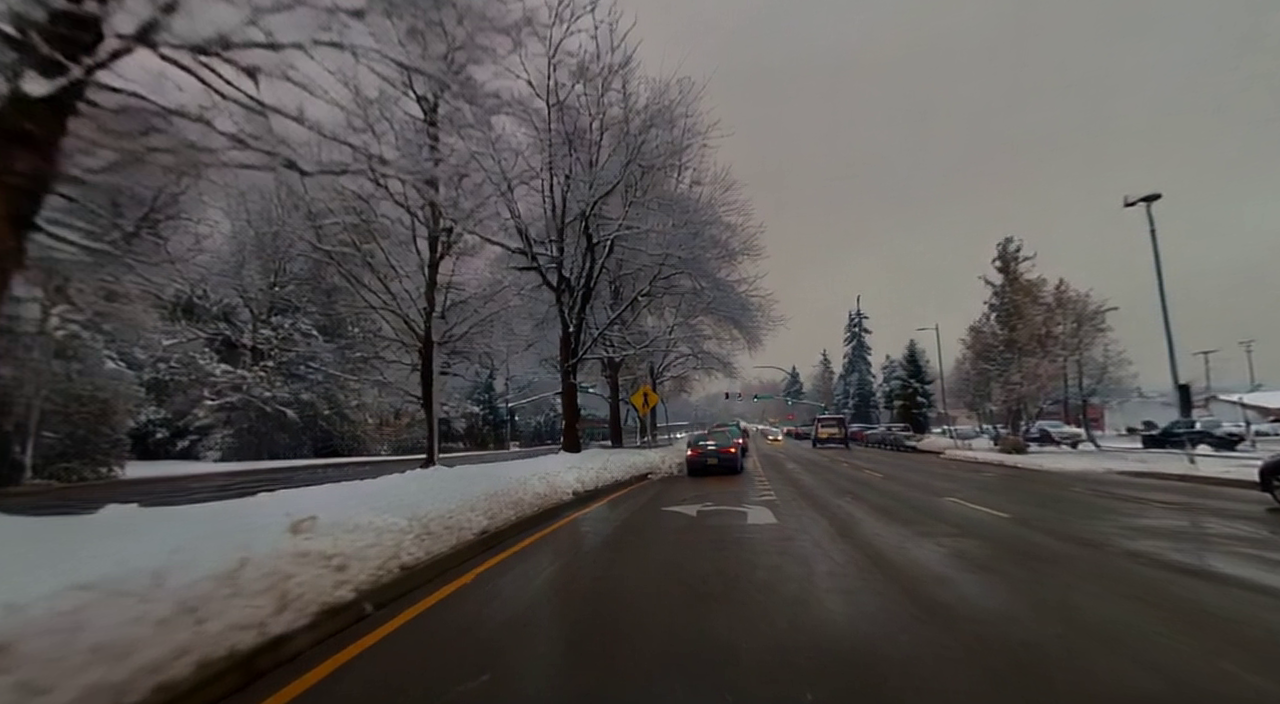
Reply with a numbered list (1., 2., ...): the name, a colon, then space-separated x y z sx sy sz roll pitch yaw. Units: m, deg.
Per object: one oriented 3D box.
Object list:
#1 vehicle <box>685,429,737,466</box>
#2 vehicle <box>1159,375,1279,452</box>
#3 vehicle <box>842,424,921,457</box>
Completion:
1. vehicle: 3.084 4.084 27.004 2.032 1.461 4.173 -1 -9 8
2. vehicle: 31.103 3.317 32.369 7.827 3.570 3.121 4 -9 -20
3. vehicle: 13.251 4.927 34.905 1.991 1.695 4.357 2 -9 -12
